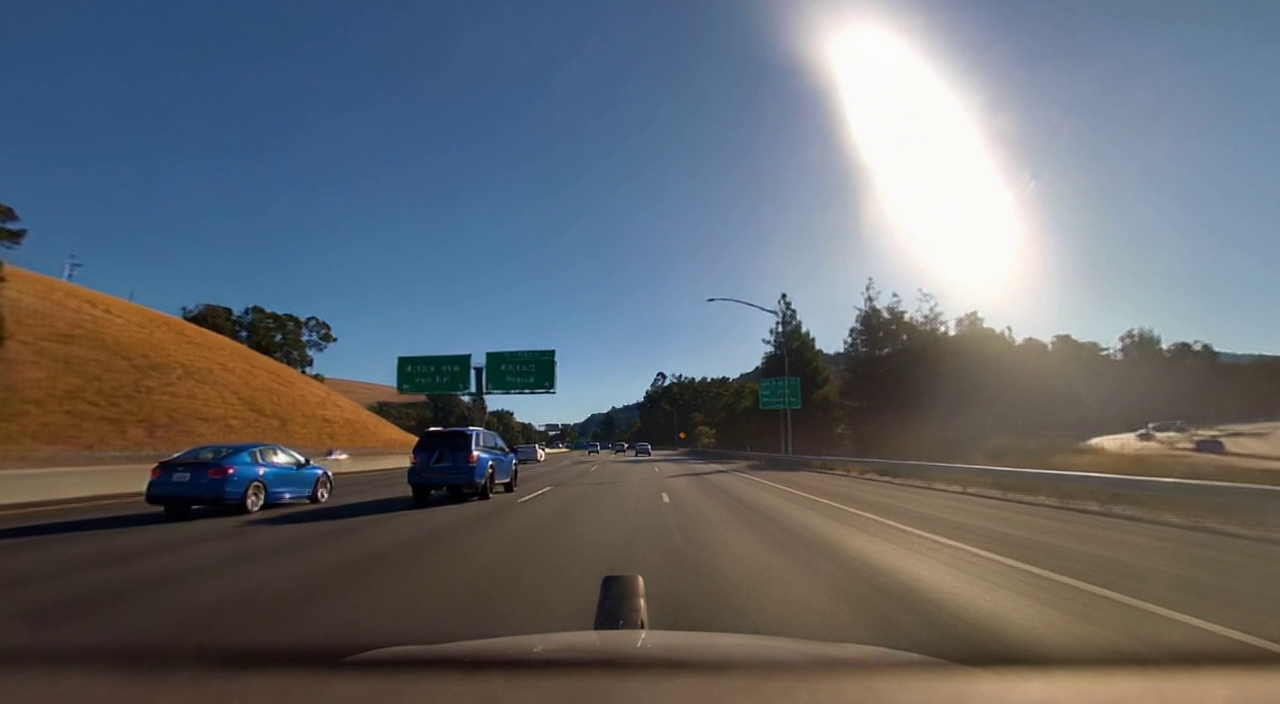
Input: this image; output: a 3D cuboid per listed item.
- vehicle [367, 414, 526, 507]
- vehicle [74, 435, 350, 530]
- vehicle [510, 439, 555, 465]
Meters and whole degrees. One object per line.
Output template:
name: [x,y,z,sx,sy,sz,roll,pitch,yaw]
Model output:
vehicle: [-4.515,2.648,15.716,2.219,1.947,4.924,0,-9,2]
vehicle: [-8.082,2.490,12.693,1.984,1.508,4.935,0,-9,2]
vehicle: [-7.100,6.660,42.074,2.069,1.636,4.483,0,-9,2]
